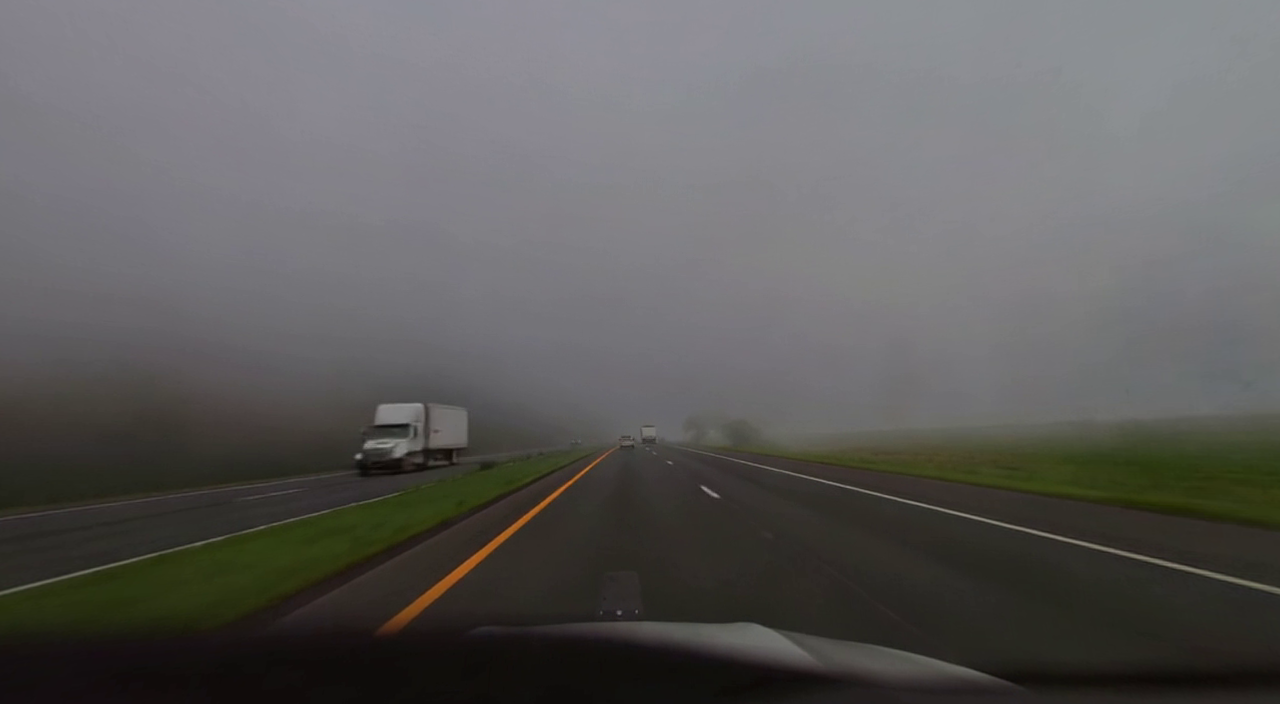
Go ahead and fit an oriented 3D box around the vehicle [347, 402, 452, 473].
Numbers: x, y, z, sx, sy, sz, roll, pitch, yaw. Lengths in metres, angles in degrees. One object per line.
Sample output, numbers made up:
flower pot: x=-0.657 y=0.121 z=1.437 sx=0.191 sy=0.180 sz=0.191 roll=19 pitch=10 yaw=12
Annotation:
vehicle: x=-12.477 y=4.527 z=33.439 sx=2.770 sy=3.343 sz=7.147 roll=0 pitch=-8 yaw=-1
